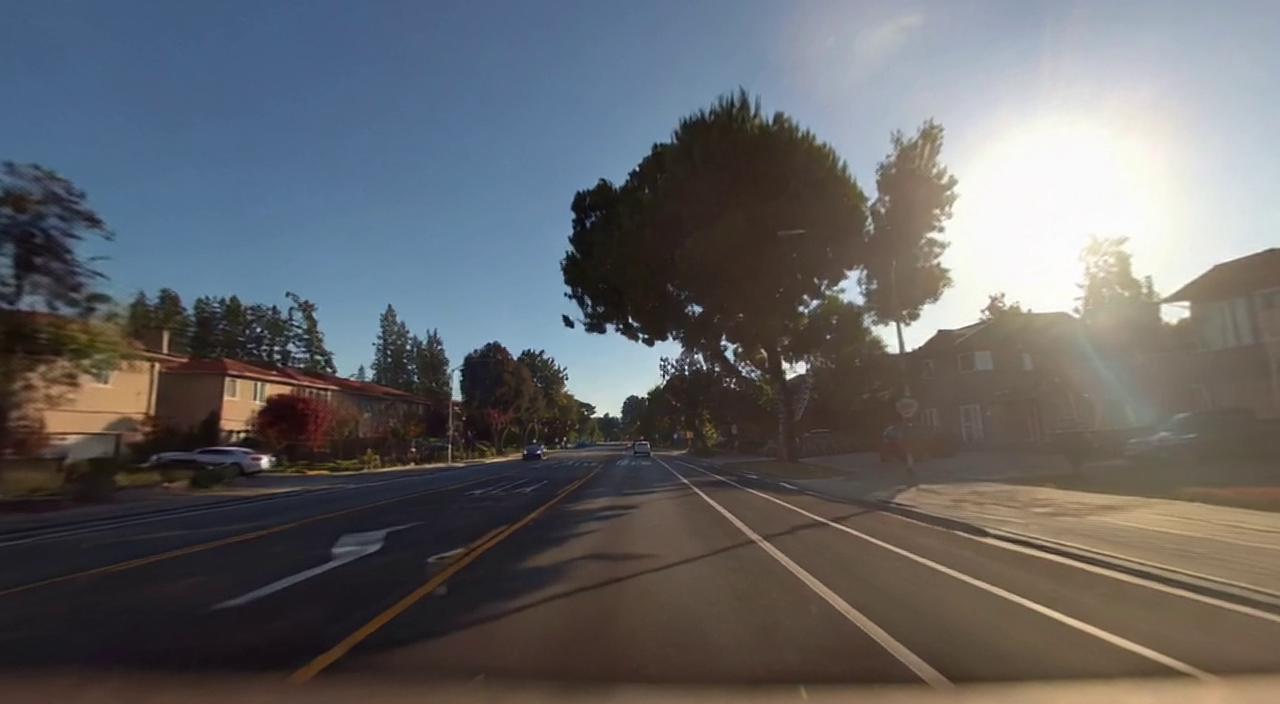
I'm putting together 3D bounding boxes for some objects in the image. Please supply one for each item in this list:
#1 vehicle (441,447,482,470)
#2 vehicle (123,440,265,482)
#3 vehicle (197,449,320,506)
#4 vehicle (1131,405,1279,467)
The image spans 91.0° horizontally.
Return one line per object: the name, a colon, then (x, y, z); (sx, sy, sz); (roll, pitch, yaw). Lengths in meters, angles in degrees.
vehicle: (-12.851, 7.667, 45.526); (1.777, 1.555, 4.000); (0, -8, 0)
vehicle: (-19.585, 4.780, 27.833); (4.661, 1.726, 1.978); (1, -8, -4)
vehicle: (-12.902, 4.212, 21.587); (1.791, 1.552, 3.919); (-3, -7, 0)
vehicle: (19.134, 2.629, 19.771); (5.425, 1.806, 2.331); (0, -7, 1)
